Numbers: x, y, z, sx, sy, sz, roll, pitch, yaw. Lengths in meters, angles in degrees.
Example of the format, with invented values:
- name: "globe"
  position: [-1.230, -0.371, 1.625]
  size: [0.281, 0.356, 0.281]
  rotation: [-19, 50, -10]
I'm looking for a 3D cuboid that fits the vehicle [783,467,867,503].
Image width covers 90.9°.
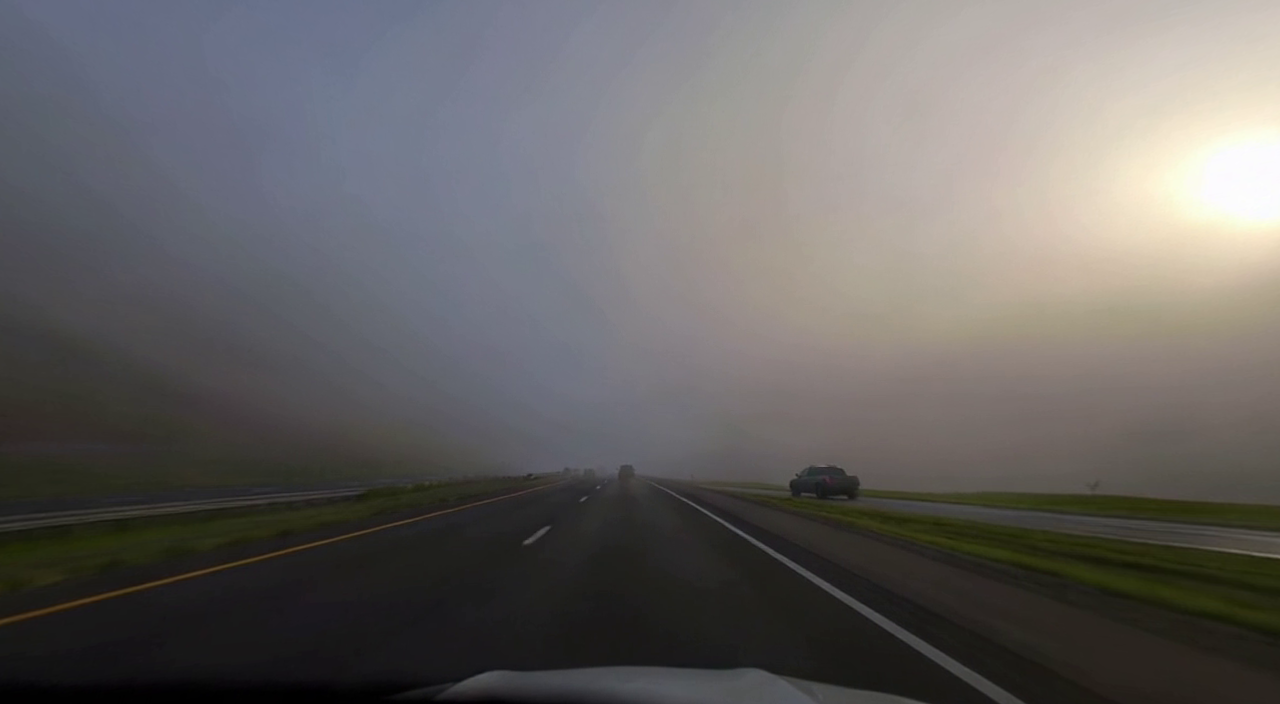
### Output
- name: "vehicle"
  position: [9.637, 6.964, 33.258]
  size: [2.089, 1.770, 4.571]
  rotation: [4, -11, -15]
